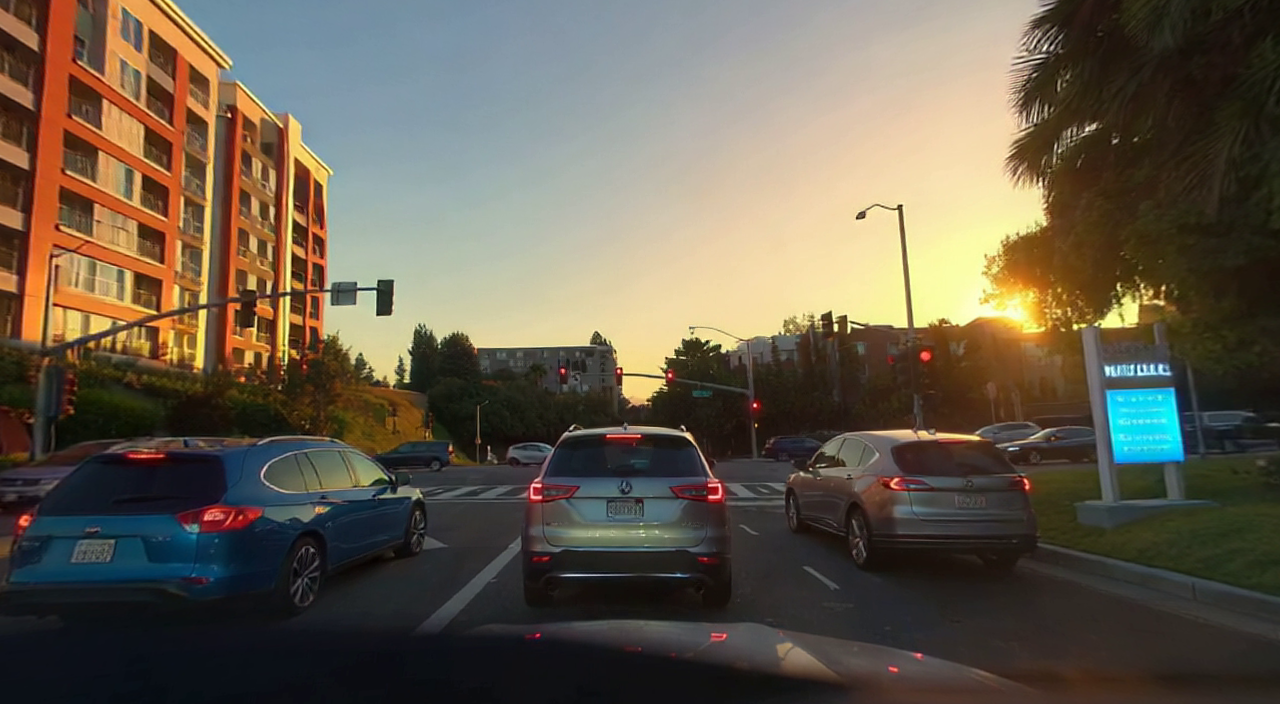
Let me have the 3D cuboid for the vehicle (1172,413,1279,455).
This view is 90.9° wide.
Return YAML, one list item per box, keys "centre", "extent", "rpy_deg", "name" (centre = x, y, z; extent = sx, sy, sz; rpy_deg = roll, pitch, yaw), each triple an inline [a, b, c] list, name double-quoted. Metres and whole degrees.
- centre: [29.632, 4.098, 31.308]
  extent: [4.583, 2.019, 2.147]
  rpy_deg: [1, -9, -7]
  name: "vehicle"

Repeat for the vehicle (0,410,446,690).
- centre: [-3.547, 1.425, 5.828]
  extent: [1.906, 1.524, 4.547]
  rpy_deg: [0, -8, 2]
  name: "vehicle"

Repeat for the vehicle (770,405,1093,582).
- centre: [3.211, 1.665, 8.246]
  extent: [2.004, 1.646, 4.554]
  rpy_deg: [0, -8, -1]
  name: "vehicle"

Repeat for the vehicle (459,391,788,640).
- centre: [-0.128, 1.408, 6.432]
  extent: [2.195, 1.662, 4.262]
  rpy_deg: [0, -8, -1]
  name: "vehicle"
